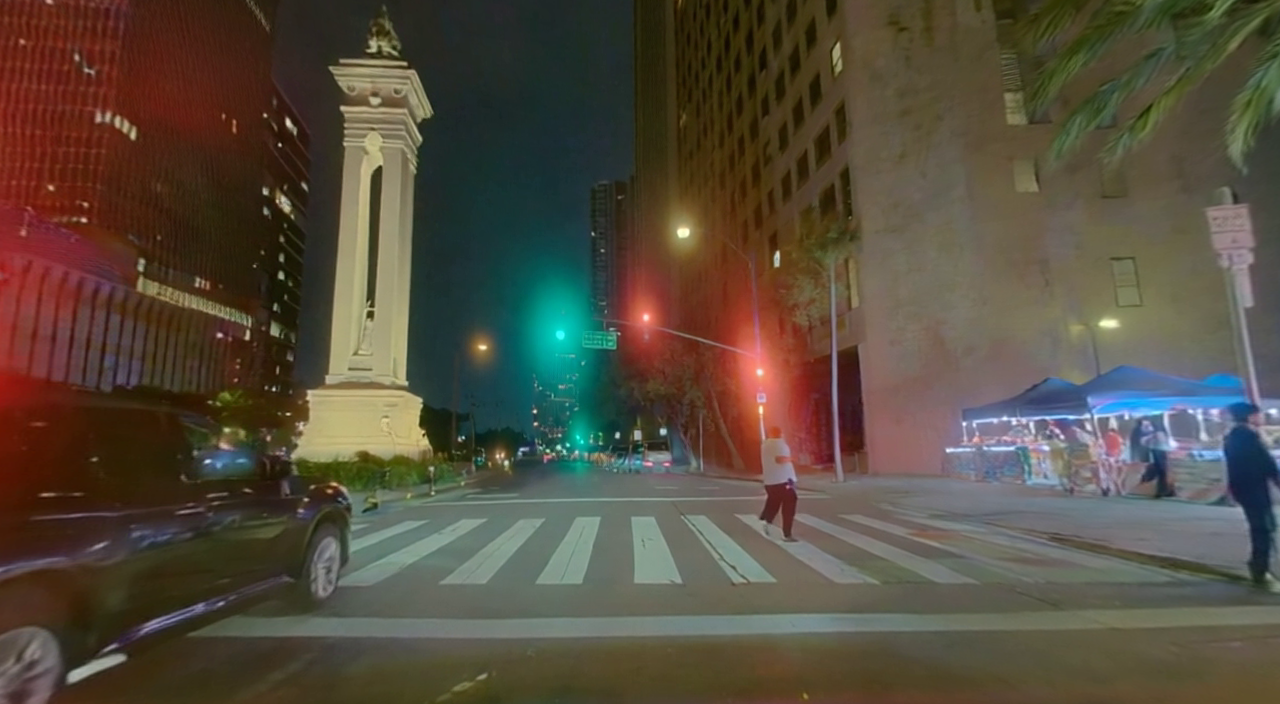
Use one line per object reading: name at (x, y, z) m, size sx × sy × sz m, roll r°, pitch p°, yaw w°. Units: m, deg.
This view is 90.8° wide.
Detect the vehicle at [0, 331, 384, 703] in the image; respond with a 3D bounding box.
vehicle at (-3.272, 0.911, 3.226) m, size 1.948 × 1.674 × 4.668 m, roll 0°, pitch -8°, yaw 0°

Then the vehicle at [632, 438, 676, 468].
vehicle at (0.942, 7.409, 46.473) m, size 2.322 × 2.071 × 5.366 m, roll 1°, pitch -8°, yaw -9°
